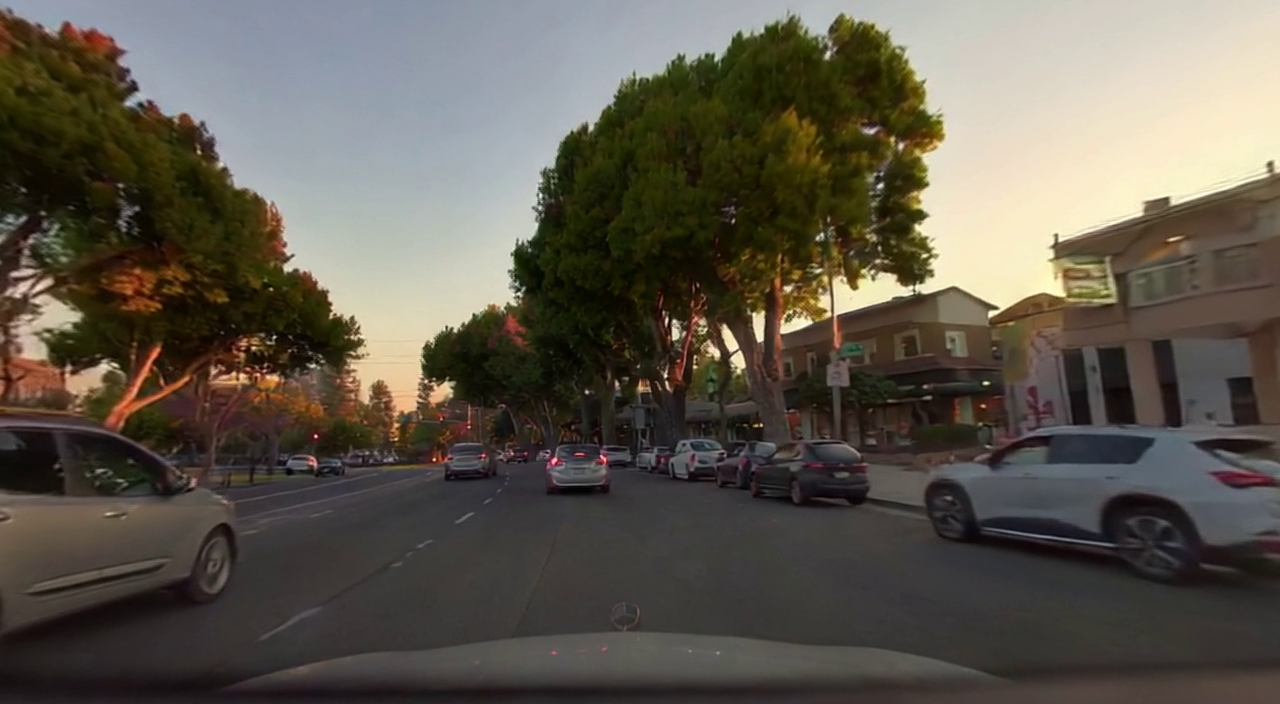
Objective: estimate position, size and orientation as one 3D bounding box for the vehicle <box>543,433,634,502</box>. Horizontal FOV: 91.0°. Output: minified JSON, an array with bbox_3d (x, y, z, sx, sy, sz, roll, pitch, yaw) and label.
[{"bbox_3d":[-1.313,2.875,16.152,2.001,1.483,4.442,1,-8,-5],"label":"vehicle"}]

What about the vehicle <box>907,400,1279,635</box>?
[{"bbox_3d":[4.834,1.406,6.285,1.905,1.537,4.276,1,-9,-10],"label":"vehicle"}]

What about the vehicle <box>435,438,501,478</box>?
[{"bbox_3d":[-7.147,4.426,26.604,2.105,1.477,4.857,1,-8,-9],"label":"vehicle"}]

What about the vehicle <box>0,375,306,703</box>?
[{"bbox_3d":[-4.217,1.092,3.813,2.065,1.714,4.570,0,-8,-3],"label":"vehicle"}]

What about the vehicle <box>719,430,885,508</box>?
[{"bbox_3d":[3.483,2.620,14.649,1.867,1.489,4.694,2,-9,-11],"label":"vehicle"}]

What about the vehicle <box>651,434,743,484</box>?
[{"bbox_3d":[1.841,3.680,22.044,1.911,1.534,4.599,2,-9,-12],"label":"vehicle"}]
